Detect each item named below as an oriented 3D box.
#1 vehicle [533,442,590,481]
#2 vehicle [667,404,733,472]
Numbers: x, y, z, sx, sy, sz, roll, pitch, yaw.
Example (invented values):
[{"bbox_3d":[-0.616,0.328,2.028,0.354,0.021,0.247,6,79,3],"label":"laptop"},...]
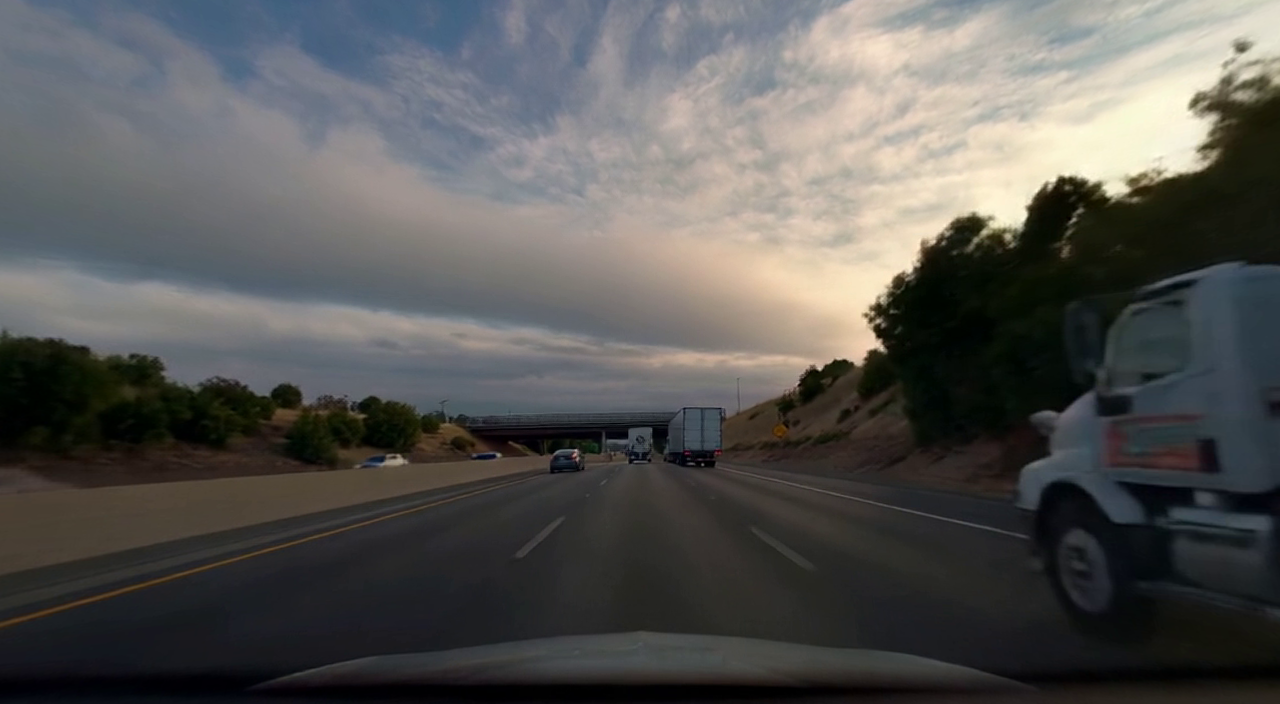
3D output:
[{"bbox_3d":[-3.482,4.938,28.724,2.007,1.647,3.854,0,-9,1],"label":"vehicle"},{"bbox_3d":[3.934,6.434,46.118,3.131,4.037,16.729,0,-9,0],"label":"vehicle"}]
